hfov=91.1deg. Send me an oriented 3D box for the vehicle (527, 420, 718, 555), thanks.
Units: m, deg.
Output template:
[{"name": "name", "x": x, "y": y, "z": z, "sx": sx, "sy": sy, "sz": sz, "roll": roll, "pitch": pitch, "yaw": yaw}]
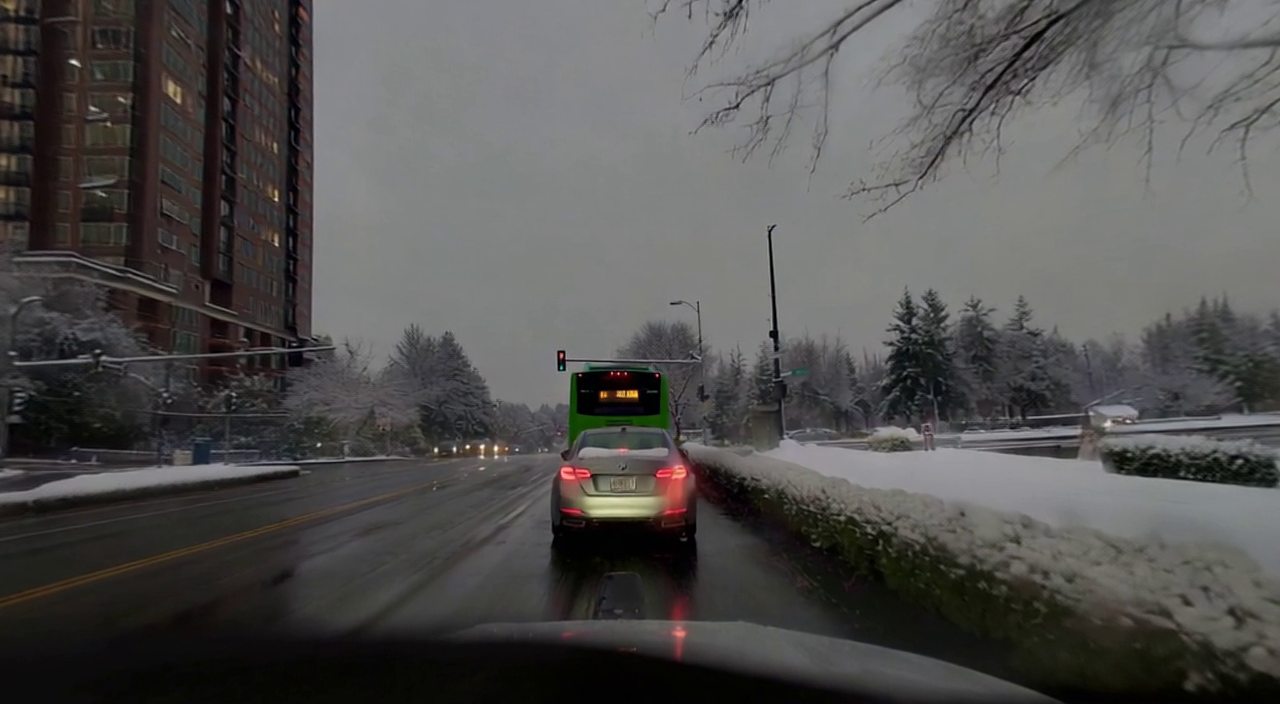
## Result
[{"name": "vehicle", "x": -0.232, "y": 1.734, "z": 8.856, "sx": 2.064, "sy": 1.452, "sz": 3.942, "roll": 0, "pitch": -8, "yaw": -1}]
